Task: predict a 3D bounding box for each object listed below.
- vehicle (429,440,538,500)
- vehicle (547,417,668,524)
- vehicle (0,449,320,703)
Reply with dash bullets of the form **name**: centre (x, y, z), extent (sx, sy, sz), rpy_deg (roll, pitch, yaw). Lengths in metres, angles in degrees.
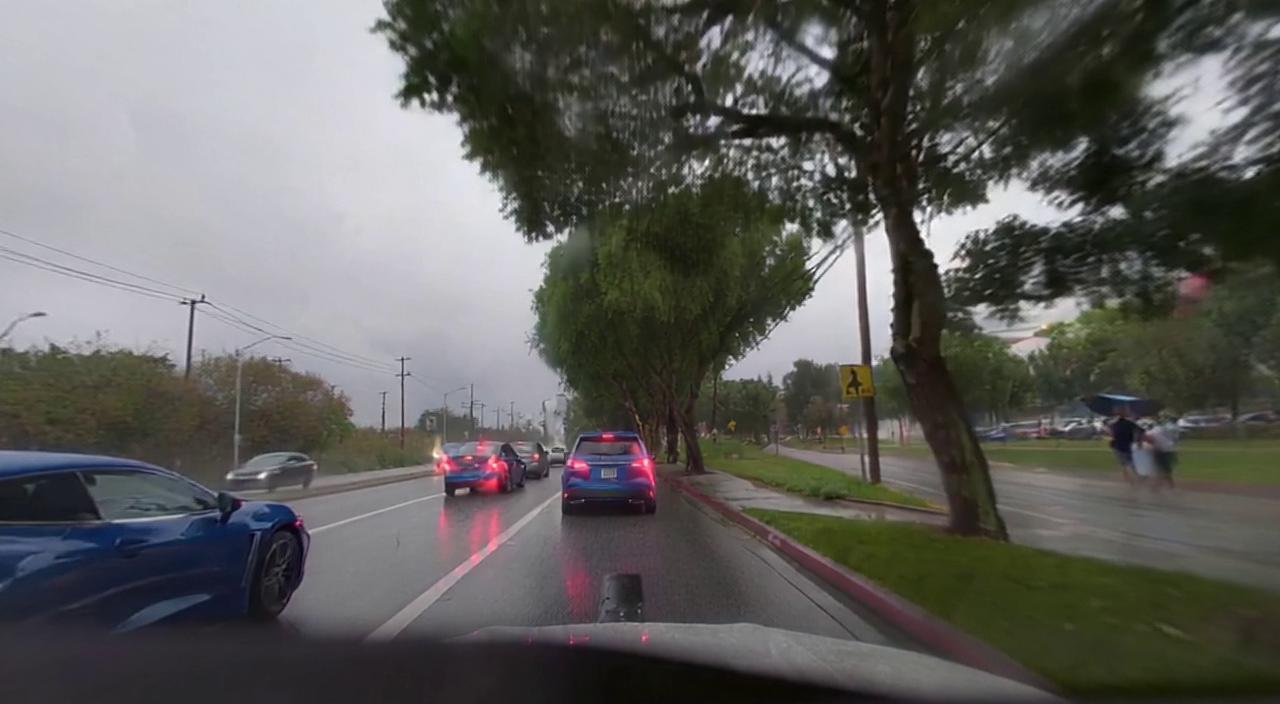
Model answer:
- **vehicle**: centre (-4.317, 3.325, 18.273), extent (2.087, 1.485, 4.452), rpy_deg (0, -8, -1)
- **vehicle**: centre (-0.596, 2.272, 12.605), extent (2.012, 1.769, 3.897), rpy_deg (0, -8, -2)
- **vehicle**: centre (-3.754, 1.188, 3.301), extent (1.865, 1.314, 4.461), rpy_deg (0, -8, 0)
